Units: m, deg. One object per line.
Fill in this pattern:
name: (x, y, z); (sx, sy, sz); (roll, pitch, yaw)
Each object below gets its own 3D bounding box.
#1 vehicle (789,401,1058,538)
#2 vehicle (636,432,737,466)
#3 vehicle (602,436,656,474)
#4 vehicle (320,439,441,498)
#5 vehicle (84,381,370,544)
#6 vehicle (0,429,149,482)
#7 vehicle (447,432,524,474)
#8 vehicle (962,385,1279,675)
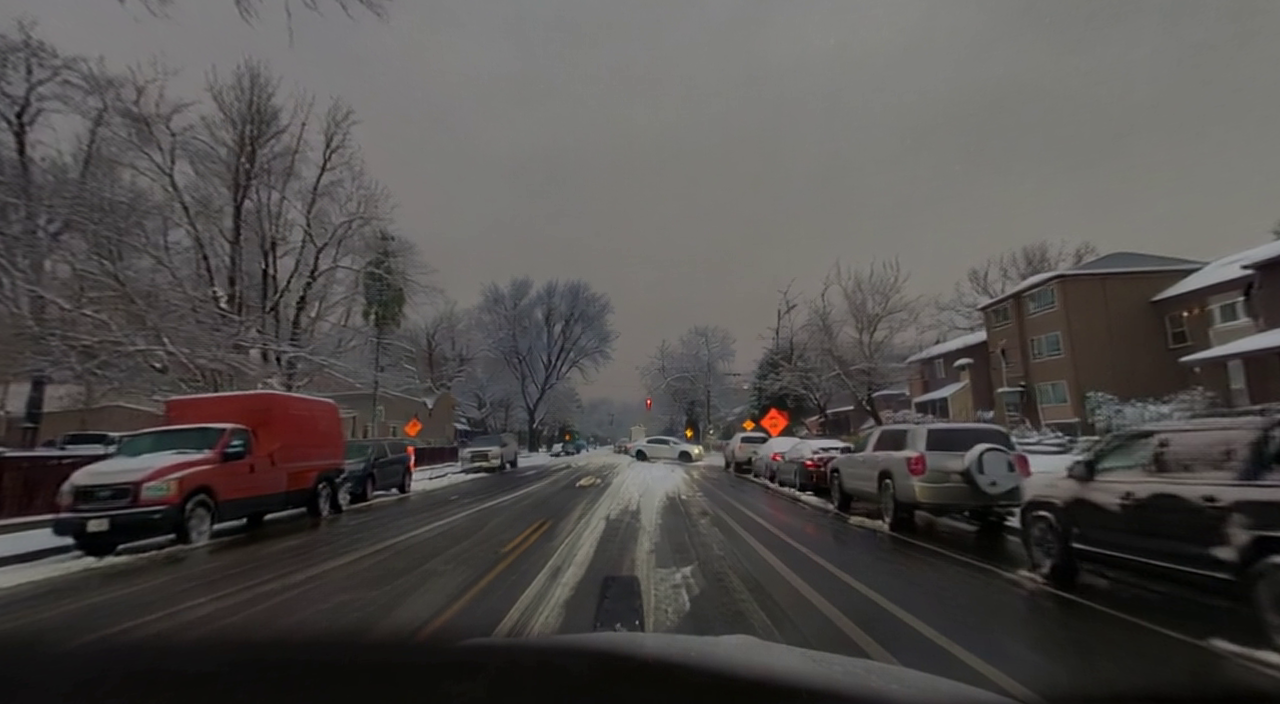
vehicle: (4.767, 2.119, 12.032); (2.279, 1.946, 5.925); (0, -8, -1)
vehicle: (2.687, 5.667, 37.073); (5.503, 1.853, 2.218); (-5, -10, 31)
vehicle: (-0.388, 4.363, 26.935); (2.151, 1.481, 4.084); (0, -8, 1)
vehicle: (-8.096, 3.644, 20.166); (2.036, 1.676, 4.440); (0, -8, -1)
vehicle: (-7.647, 2.089, 12.411); (2.526, 2.631, 4.228); (0, -8, 2)
vehicle: (-23.152, 4.191, 25.668); (4.491, 2.031, 2.045); (0, -8, 1)
vehicle: (-8.299, 5.504, 34.578); (2.659, 2.047, 6.014); (0, -8, 0)
vehicle: (4.940, 1.246, 4.990); (2.225, 1.715, 4.755); (0, -8, 0)
